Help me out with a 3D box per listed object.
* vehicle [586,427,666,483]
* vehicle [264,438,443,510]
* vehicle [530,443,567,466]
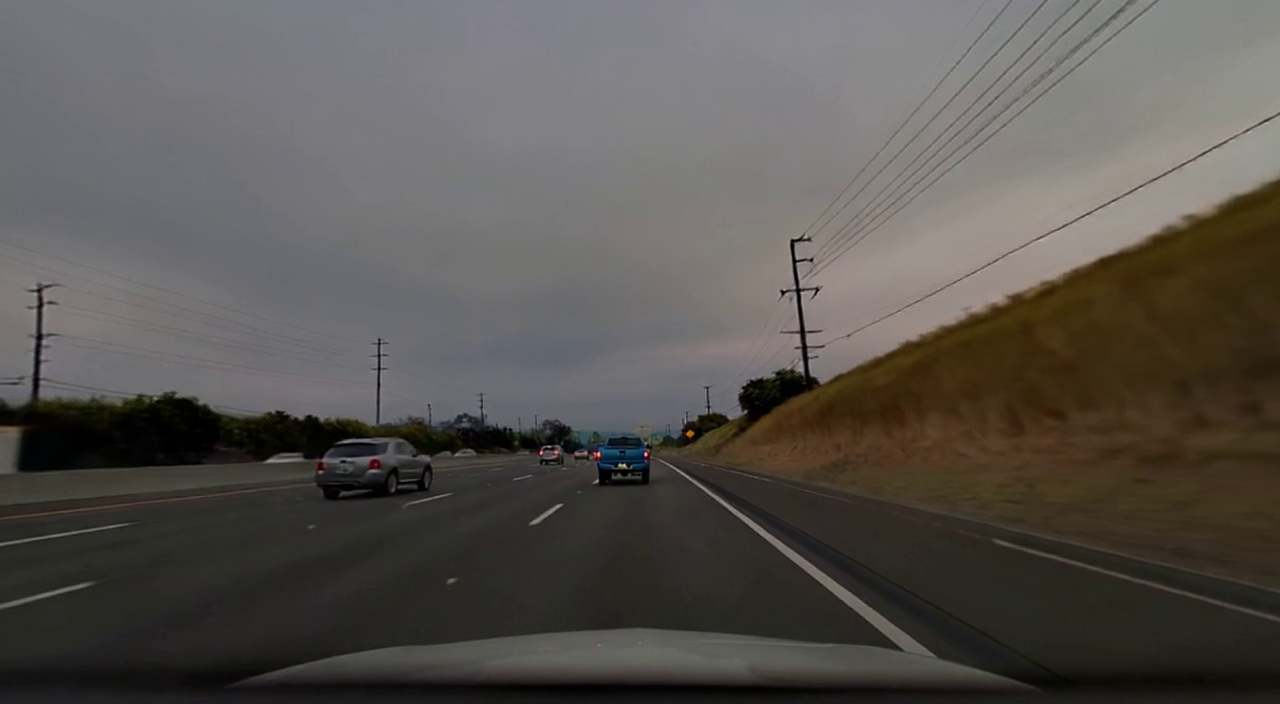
[{"bbox_3d":[-0.532,4.315,26.651,2.972,2.087,6.126,0,-8,0],"label":"vehicle"},{"bbox_3d":[-7.143,3.085,16.520,2.189,1.553,5.202,0,-8,1],"label":"vehicle"},{"bbox_3d":[-6.996,7.860,48.478,2.055,1.618,4.457,0,-8,1],"label":"vehicle"}]
